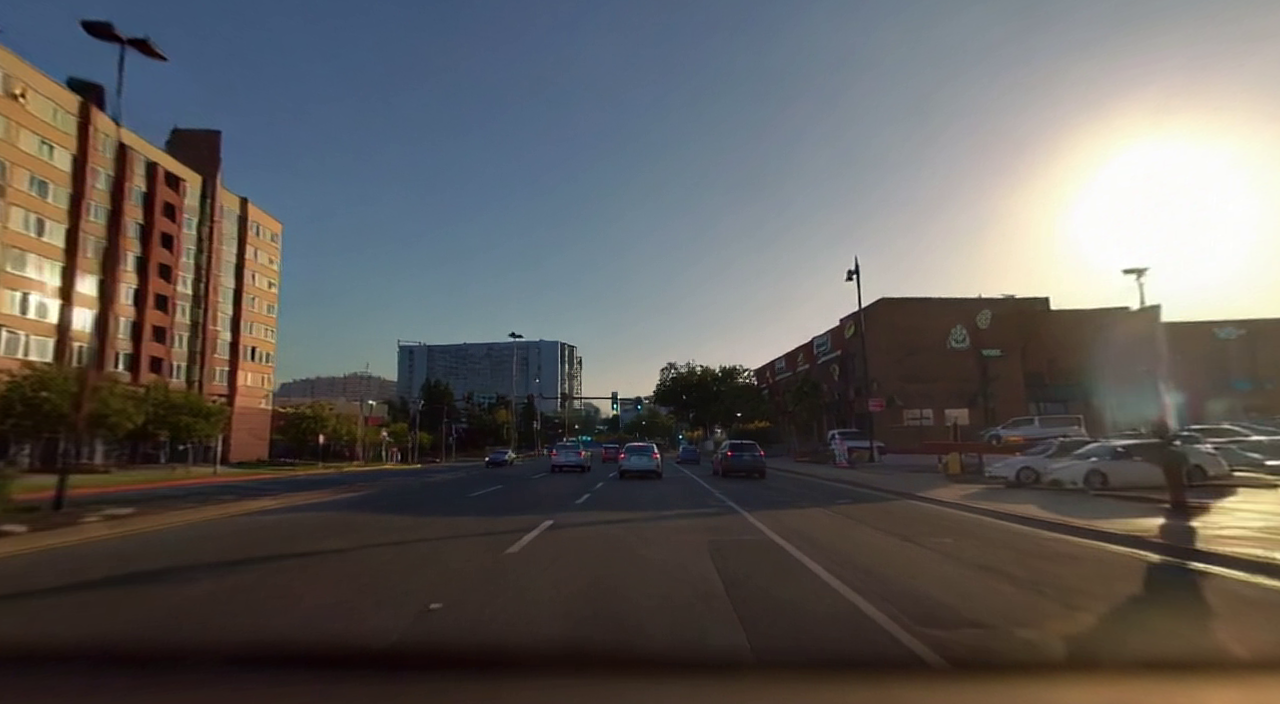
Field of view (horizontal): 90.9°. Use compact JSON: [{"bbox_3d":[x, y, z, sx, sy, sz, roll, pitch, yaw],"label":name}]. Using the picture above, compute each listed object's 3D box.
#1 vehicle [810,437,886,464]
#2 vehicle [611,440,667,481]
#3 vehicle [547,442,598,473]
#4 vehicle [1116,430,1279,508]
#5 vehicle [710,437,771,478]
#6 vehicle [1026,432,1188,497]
[{"bbox_3d":[15.207,7.222,46.302,4.775,1.728,1.996,-2,-9,-1],"label":"vehicle"},{"bbox_3d":[-0.016,4.320,25.411,2.059,1.477,3.988,0,-8,0],"label":"vehicle"},{"bbox_3d":[-3.430,5.454,32.908,2.029,1.482,4.591,0,-8,2],"label":"vehicle"},{"bbox_3d":[13.850,2.789,15.465,4.200,1.643,1.909,5,-10,-31],"label":"vehicle"},{"bbox_3d":[4.379,4.653,28.073,2.007,1.683,4.171,0,-8,0],"label":"vehicle"},{"bbox_3d":[13.571,3.192,18.292,4.346,1.667,2.022,4,-10,-29],"label":"vehicle"}]
